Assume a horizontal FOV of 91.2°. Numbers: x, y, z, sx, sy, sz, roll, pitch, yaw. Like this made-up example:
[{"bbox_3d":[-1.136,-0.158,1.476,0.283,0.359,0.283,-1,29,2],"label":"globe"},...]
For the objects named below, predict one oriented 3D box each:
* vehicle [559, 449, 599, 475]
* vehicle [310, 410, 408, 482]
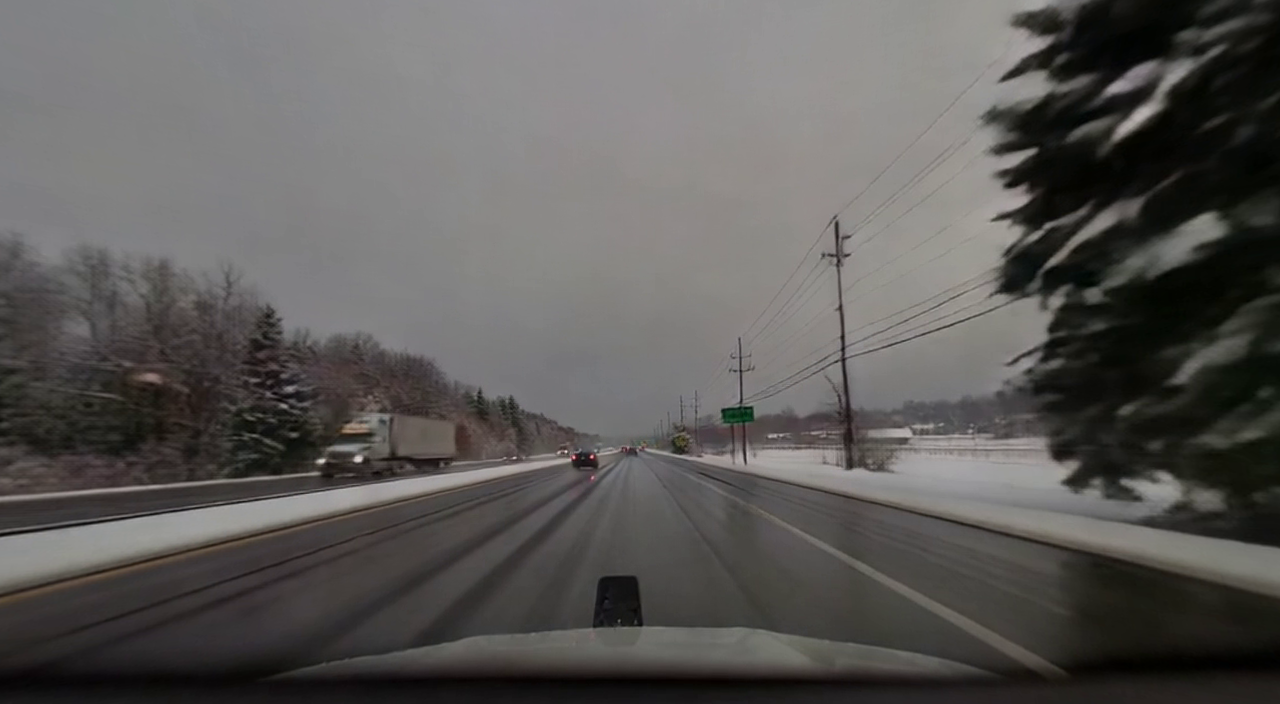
[{"bbox_3d":[-3.790,6.896,39.589,2.123,1.545,4.404,0,-9,0],"label":"vehicle"},{"bbox_3d":[-17.030,5.785,38.517,3.145,4.012,5.883,0,-9,-1],"label":"vehicle"}]
